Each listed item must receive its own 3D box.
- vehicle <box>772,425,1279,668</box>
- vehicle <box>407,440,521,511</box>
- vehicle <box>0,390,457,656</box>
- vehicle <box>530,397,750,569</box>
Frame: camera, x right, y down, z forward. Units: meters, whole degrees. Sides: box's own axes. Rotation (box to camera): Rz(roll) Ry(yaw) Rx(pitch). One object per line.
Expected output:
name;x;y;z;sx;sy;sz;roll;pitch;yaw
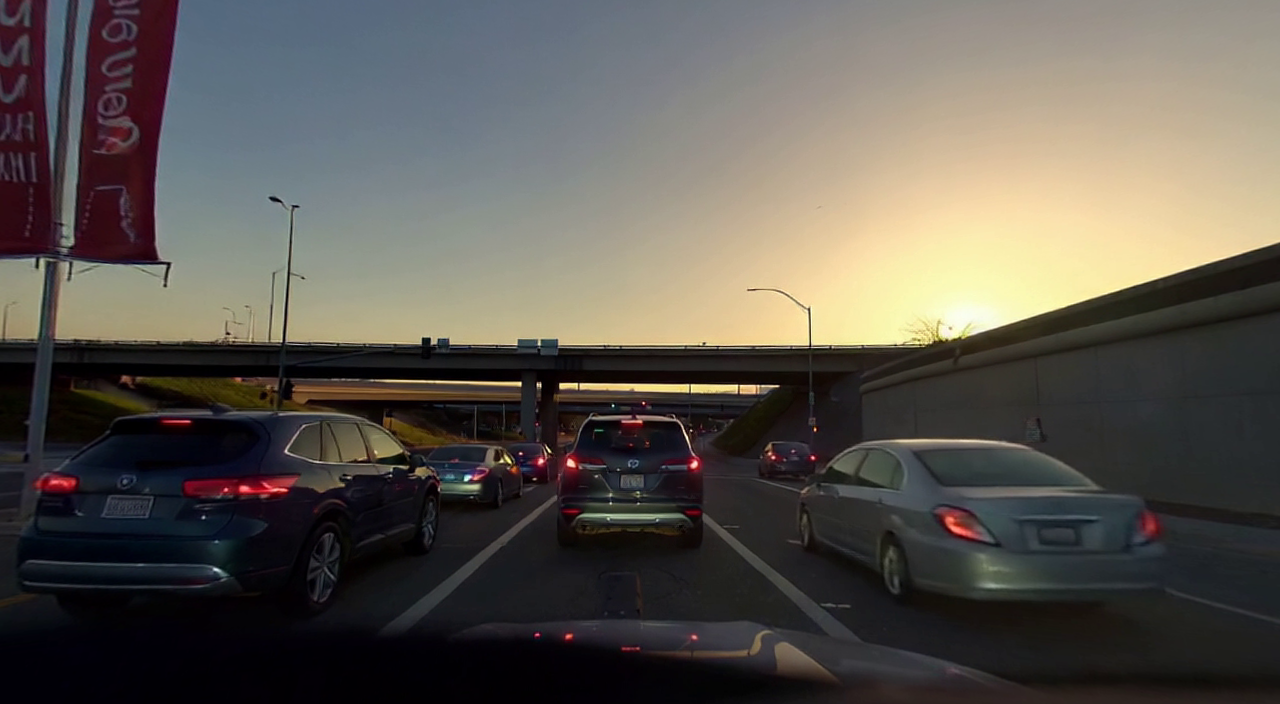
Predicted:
vehicle;3.042;1.568;6.406;2.228;1.472;4.939;0;-9;-1
vehicle;-4.157;2.945;15.428;1.797;1.505;3.506;0;-9;0
vehicle;-3.501;1.424;6.273;2.039;1.709;4.265;0;-9;0
vehicle;-0.086;1.766;9.211;2.409;1.864;4.471;0;-9;-2
